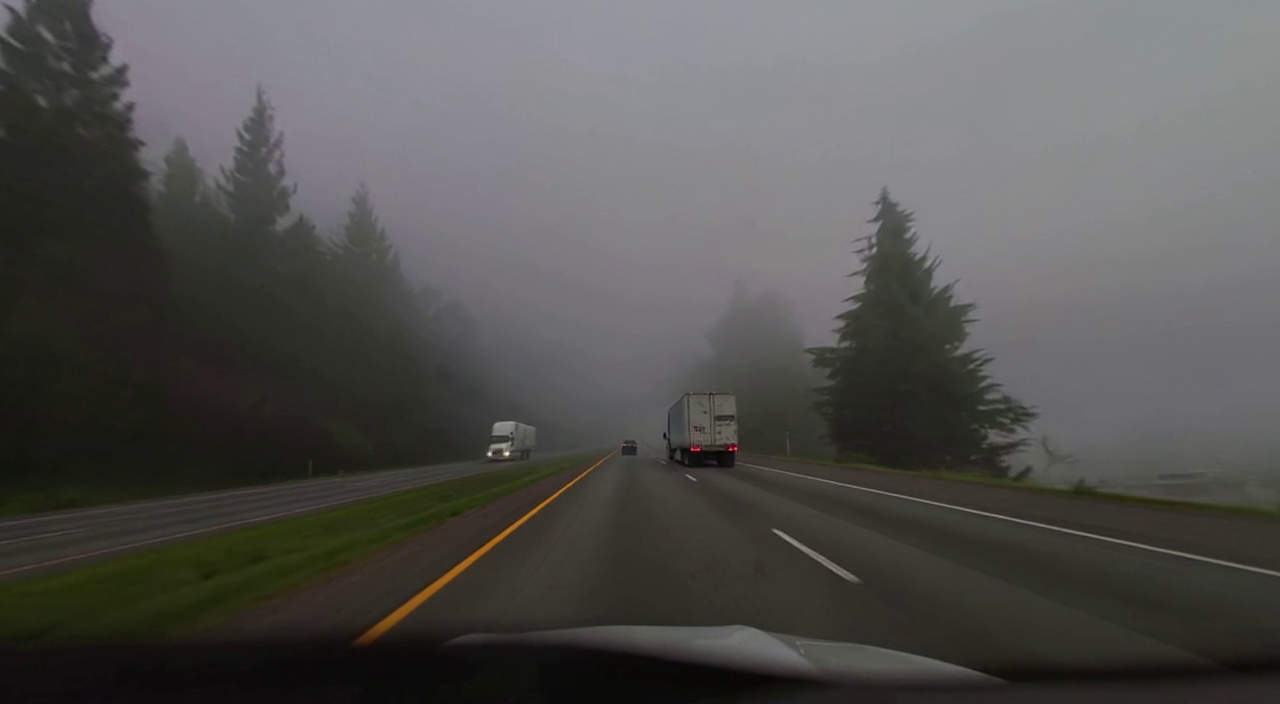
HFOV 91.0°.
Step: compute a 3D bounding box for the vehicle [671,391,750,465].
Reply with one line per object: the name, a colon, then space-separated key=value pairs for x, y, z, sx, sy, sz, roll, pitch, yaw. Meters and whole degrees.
vehicle: x=4.311 y=5.243 z=42.537 sx=3.223 sy=4.082 sz=14.353 roll=0 pitch=-8 yaw=-2
